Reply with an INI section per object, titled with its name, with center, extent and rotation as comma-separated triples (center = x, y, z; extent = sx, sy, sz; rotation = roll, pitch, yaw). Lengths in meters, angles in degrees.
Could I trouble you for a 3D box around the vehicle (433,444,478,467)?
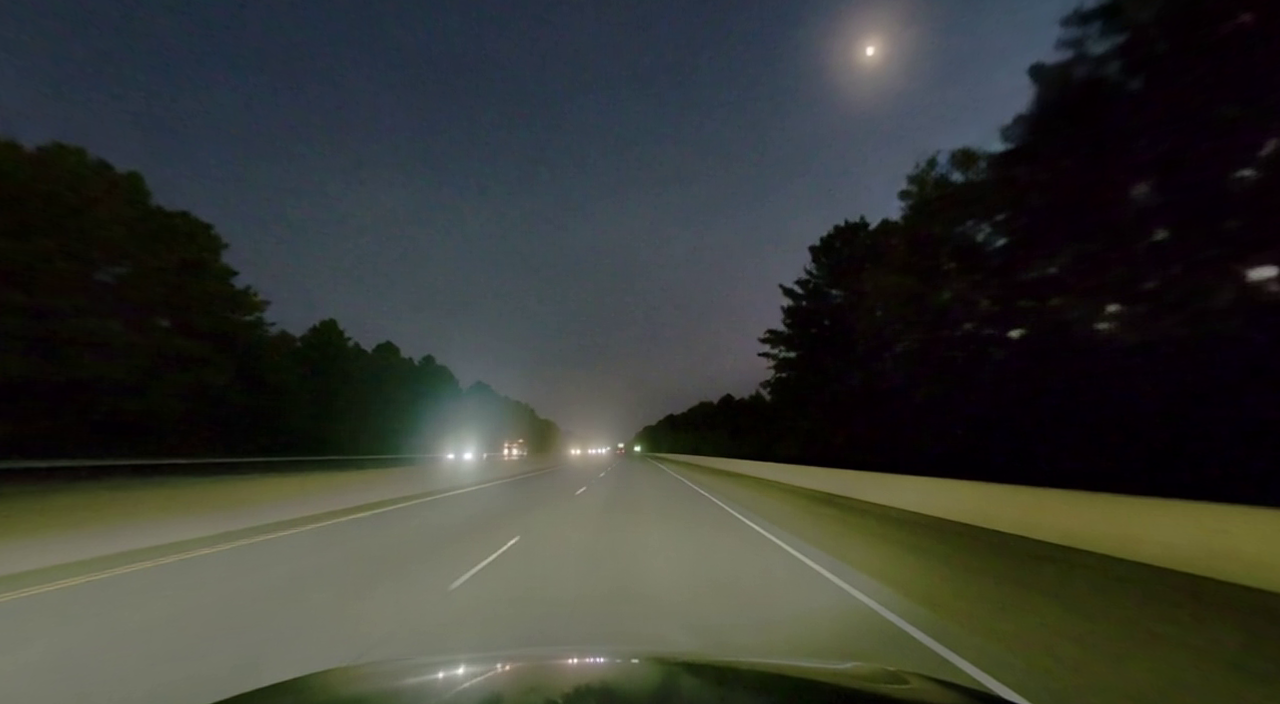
[vehicle]
center = -12.425, 7.013, 42.724
extent = 1.822, 1.474, 4.238
rotation = 0, -9, 0
